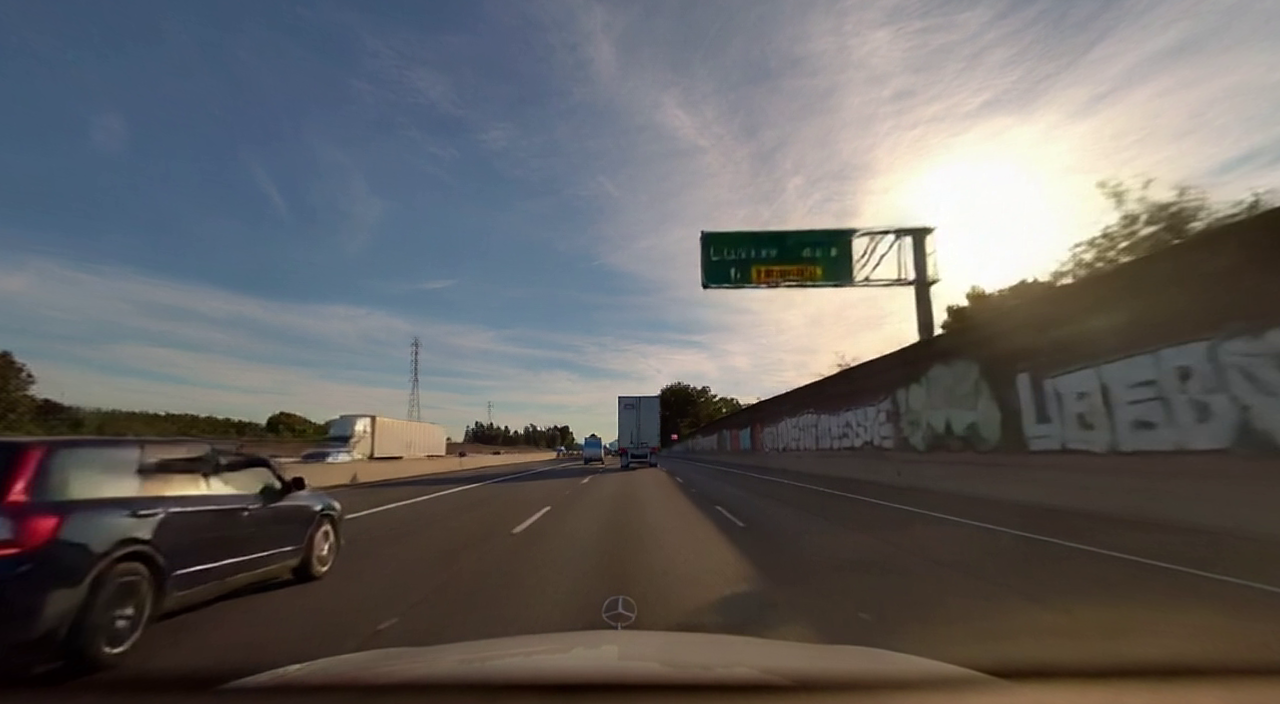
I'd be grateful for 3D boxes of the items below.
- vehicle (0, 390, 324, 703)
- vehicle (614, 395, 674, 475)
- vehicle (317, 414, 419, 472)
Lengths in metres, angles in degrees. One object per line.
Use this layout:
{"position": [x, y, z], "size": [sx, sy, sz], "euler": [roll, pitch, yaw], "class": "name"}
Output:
{"position": [-3.694, 1.023, 3.084], "size": [2.158, 1.538, 4.047], "euler": [0, -9, 0], "class": "vehicle"}
{"position": [0.032, 5.077, 37.453], "size": [3.042, 4.023, 10.832], "euler": [0, -9, -2], "class": "vehicle"}
{"position": [-19.611, 6.768, 46.120], "size": [2.992, 3.750, 9.993], "euler": [0, -9, 0], "class": "vehicle"}
